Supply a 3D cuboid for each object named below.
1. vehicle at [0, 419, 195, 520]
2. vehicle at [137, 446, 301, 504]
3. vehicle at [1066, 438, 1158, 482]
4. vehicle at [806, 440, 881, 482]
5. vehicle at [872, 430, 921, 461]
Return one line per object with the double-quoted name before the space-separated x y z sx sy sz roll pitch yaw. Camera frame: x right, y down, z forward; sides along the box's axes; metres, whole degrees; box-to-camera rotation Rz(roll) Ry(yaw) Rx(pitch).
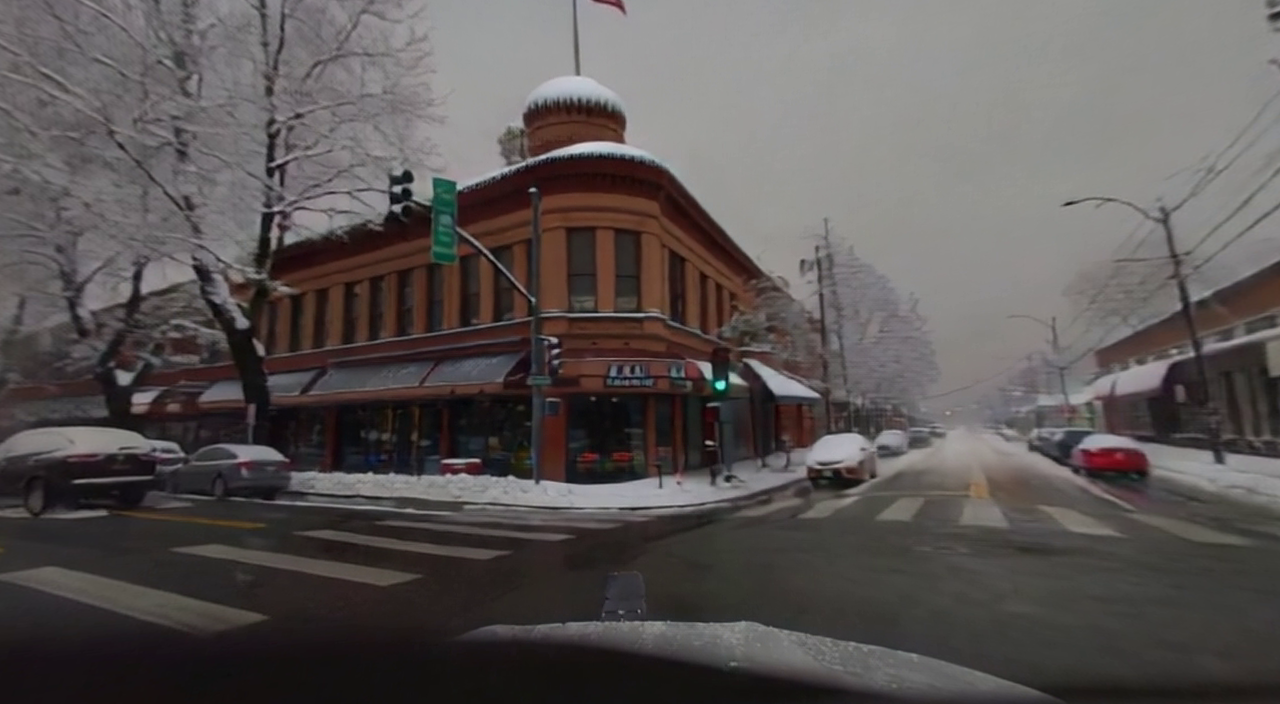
"vehicle" -12.508 2.548 14.201 4.611 1.882 2.440 -6 -10 33
"vehicle" -12.838 3.658 19.242 4.703 1.550 2.059 -5 -9 28
"vehicle" 17.975 4.104 24.291 2.062 1.526 3.989 -4 -9 26
"vehicle" 8.739 4.575 26.903 2.179 1.596 4.286 -5 -9 29
"vehicle" 17.958 6.589 44.080 2.510 1.859 5.449 -5 -12 27
